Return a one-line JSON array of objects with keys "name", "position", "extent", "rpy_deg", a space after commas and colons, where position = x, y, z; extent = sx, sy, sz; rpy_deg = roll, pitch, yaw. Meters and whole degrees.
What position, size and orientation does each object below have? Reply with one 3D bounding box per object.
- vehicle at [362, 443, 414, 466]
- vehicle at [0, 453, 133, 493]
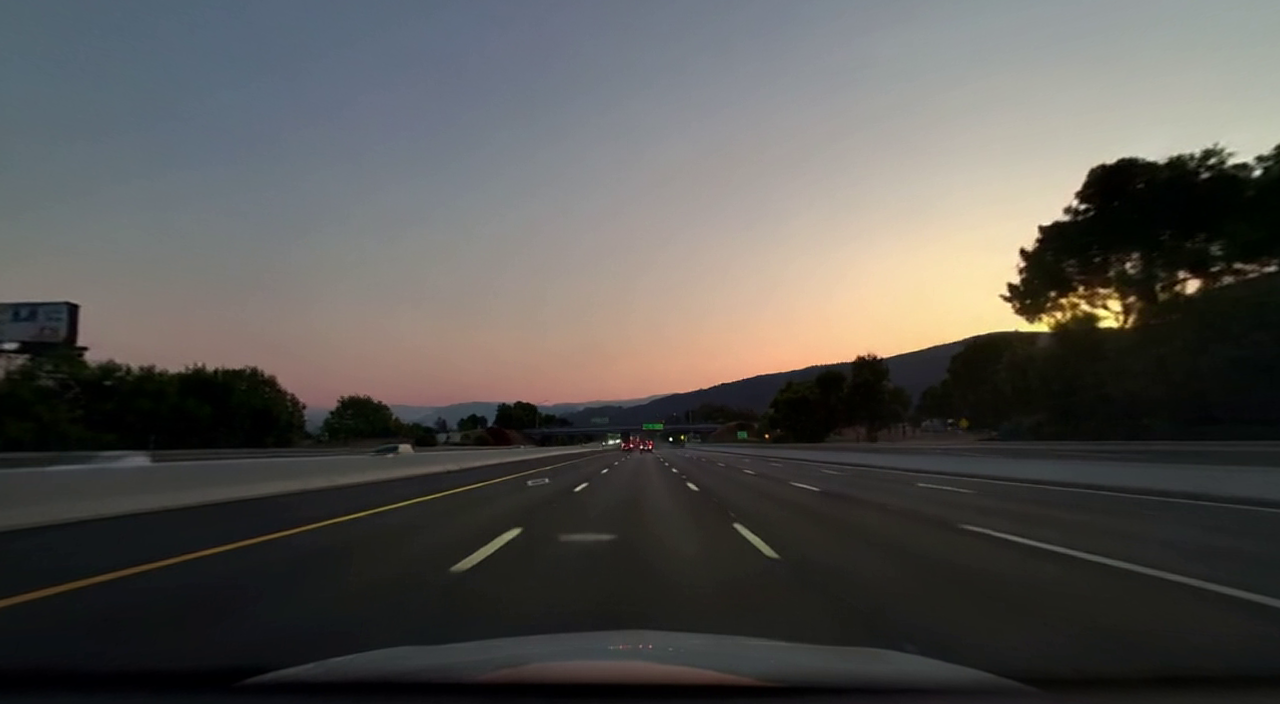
[{"name": "vehicle", "position": [-19.450, 7.892, 48.918], "extent": [1.942, 1.655, 4.812], "rpy_deg": [0, -8, 1]}, {"name": "vehicle", "position": [-24.657, 5.151, 27.173], "extent": [1.914, 1.497, 4.499], "rpy_deg": [0, -8, -1]}]
